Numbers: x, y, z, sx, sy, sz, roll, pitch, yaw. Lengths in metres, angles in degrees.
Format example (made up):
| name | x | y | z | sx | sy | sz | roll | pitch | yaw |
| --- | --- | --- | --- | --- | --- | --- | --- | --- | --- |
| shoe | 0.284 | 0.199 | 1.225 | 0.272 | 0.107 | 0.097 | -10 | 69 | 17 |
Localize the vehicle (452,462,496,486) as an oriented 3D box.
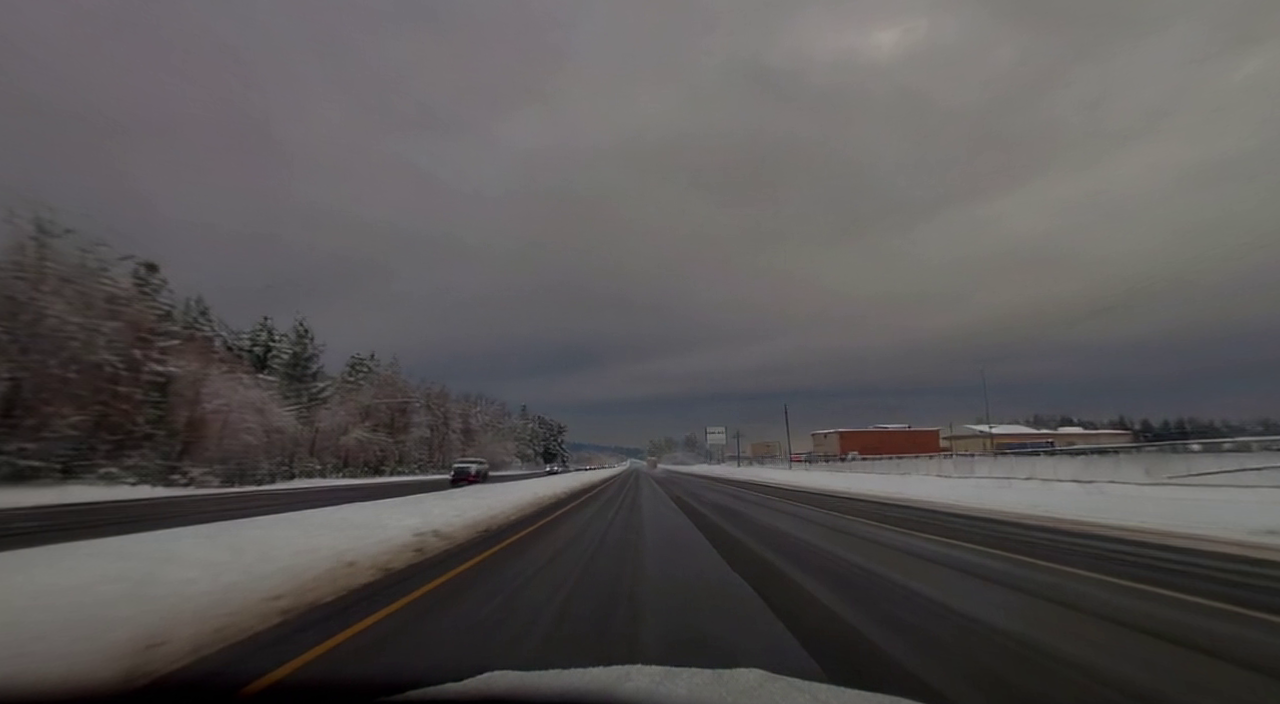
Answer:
| name | x | y | z | sx | sy | sz | roll | pitch | yaw |
| --- | --- | --- | --- | --- | --- | --- | --- | --- | --- |
| vehicle | -11.479 | 8.458 | 43.906 | 1.908 | 1.534 | 4.313 | 1 | -10 | -1 |
